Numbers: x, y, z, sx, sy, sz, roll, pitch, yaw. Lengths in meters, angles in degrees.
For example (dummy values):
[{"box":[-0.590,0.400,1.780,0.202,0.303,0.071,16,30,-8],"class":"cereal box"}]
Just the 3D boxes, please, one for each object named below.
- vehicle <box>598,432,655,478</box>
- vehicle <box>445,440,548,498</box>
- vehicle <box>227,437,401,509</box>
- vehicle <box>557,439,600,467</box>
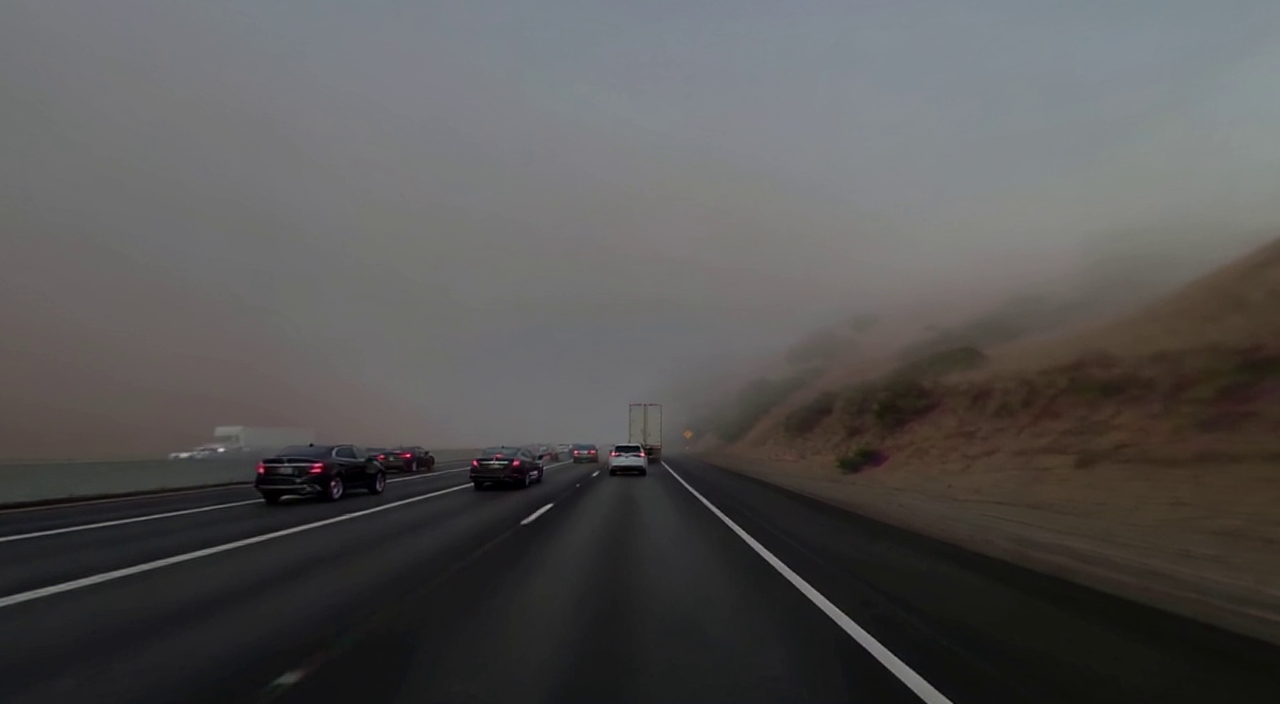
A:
[{"box":[-0.535,4.403,27.133,2.281,1.795,4.297,1,-9,0],"class":"vehicle"},{"box":[-4.077,3.401,18.741,1.943,1.468,4.547,0,-9,0],"class":"vehicle"},{"box":[-7.824,2.919,15.675,2.029,1.507,4.204,0,-9,1],"class":"vehicle"},{"box":[-3.789,6.303,39.448,2.155,1.661,4.477,0,-9,1],"class":"vehicle"}]
